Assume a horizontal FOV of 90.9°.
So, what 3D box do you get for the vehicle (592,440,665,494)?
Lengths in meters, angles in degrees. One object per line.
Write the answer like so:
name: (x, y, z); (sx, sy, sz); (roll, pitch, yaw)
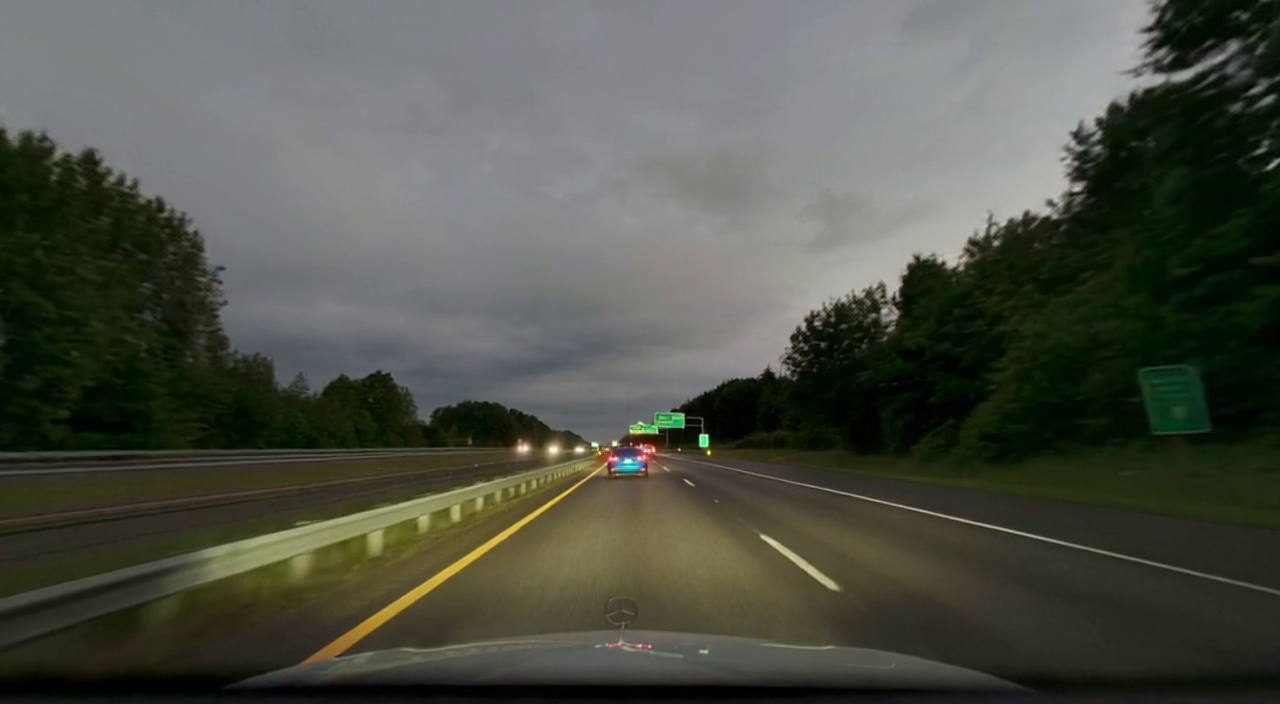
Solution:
vehicle: (-0.343, 3.573, 19.970); (2.069, 1.523, 4.012); (0, -9, 0)
